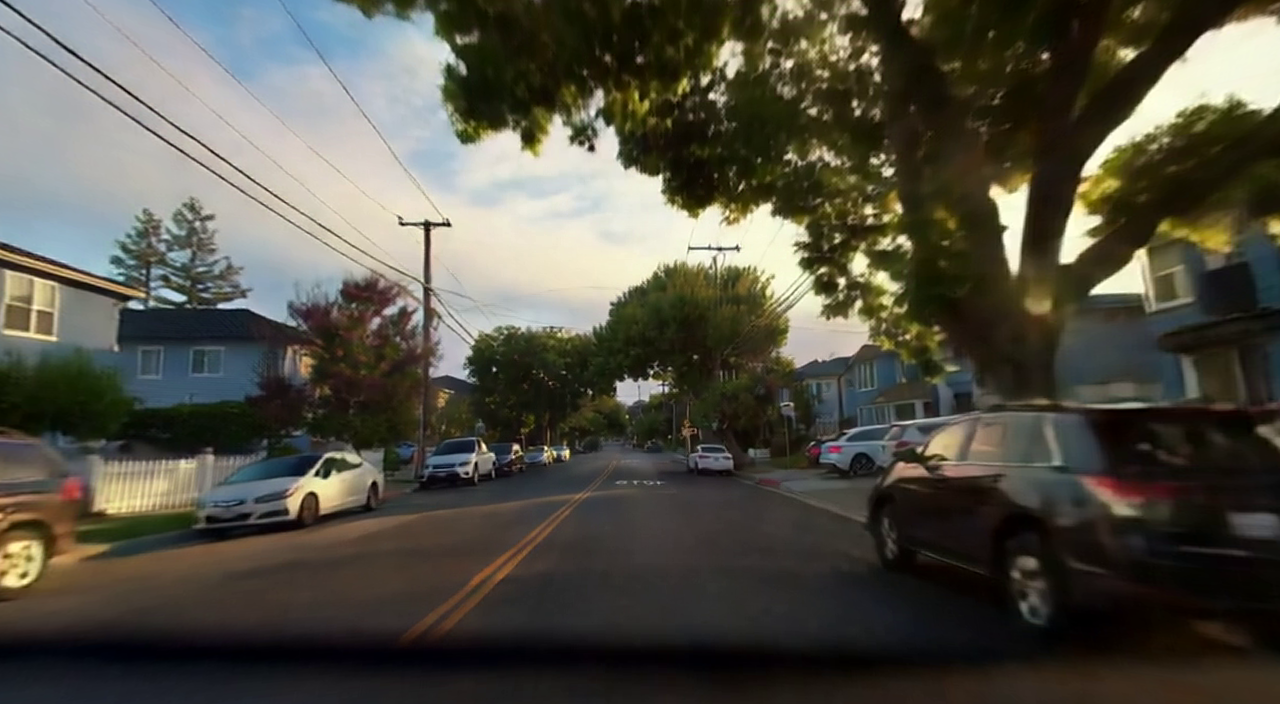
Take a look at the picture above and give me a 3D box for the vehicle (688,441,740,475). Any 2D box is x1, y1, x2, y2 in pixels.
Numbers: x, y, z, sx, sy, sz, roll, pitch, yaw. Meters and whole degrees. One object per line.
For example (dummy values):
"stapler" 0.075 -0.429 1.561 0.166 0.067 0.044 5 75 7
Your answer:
"vehicle" 3.515 5.162 31.031 1.963 1.536 5.446 0 -9 0

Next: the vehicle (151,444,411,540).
"vehicle" -6.457 2.530 12.148 2.211 1.469 4.380 -1 -9 4

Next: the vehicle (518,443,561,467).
"vehicle" -6.551 6.803 41.756 2.056 1.481 4.451 0 -9 0

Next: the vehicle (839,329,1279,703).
"vehicle" 3.516 1.145 5.366 2.114 1.909 4.266 0 -9 -2

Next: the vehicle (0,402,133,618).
"vehicle" -6.438 1.247 4.465 2.194 1.798 4.402 -2 -8 -3

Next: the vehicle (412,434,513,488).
"vehicle" -6.452 4.027 23.738 2.136 1.757 5.365 0 -9 1
